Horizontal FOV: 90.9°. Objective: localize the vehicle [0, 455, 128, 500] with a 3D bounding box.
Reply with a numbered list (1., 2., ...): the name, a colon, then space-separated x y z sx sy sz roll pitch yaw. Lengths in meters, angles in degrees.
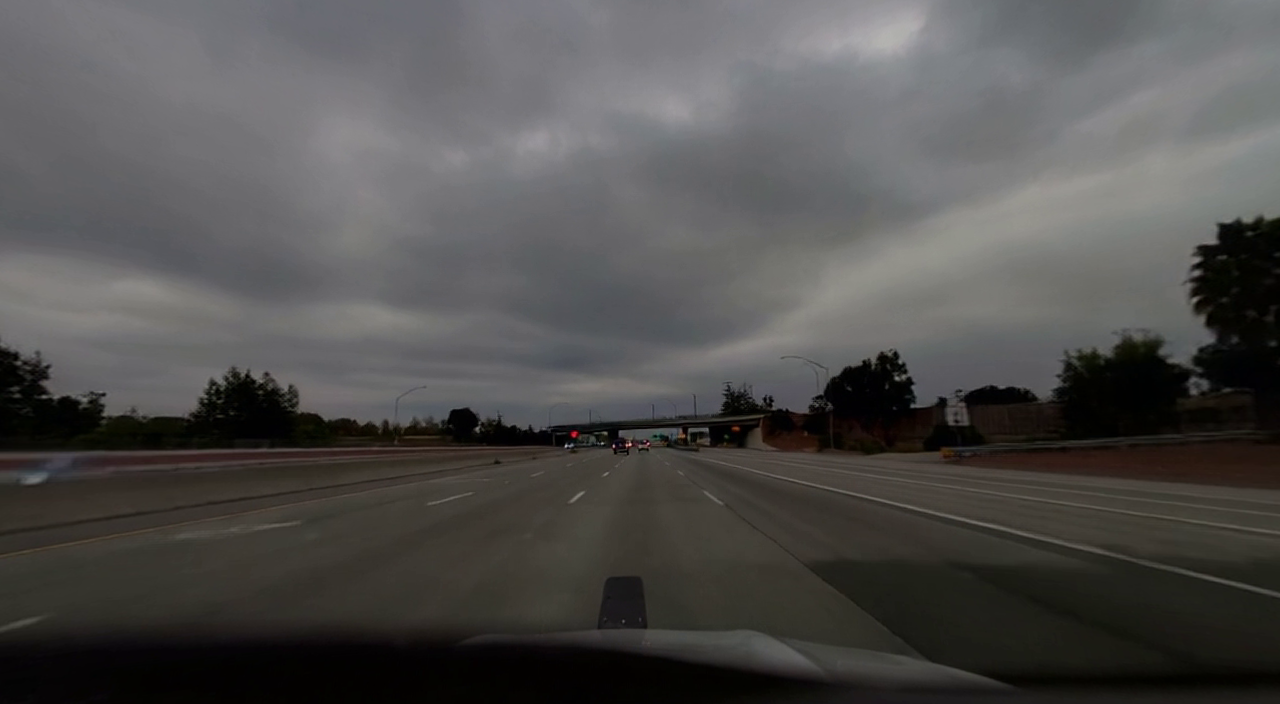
1. vehicle: -21.935 4.601 23.445 1.876 1.404 4.678 -1 -8 0
